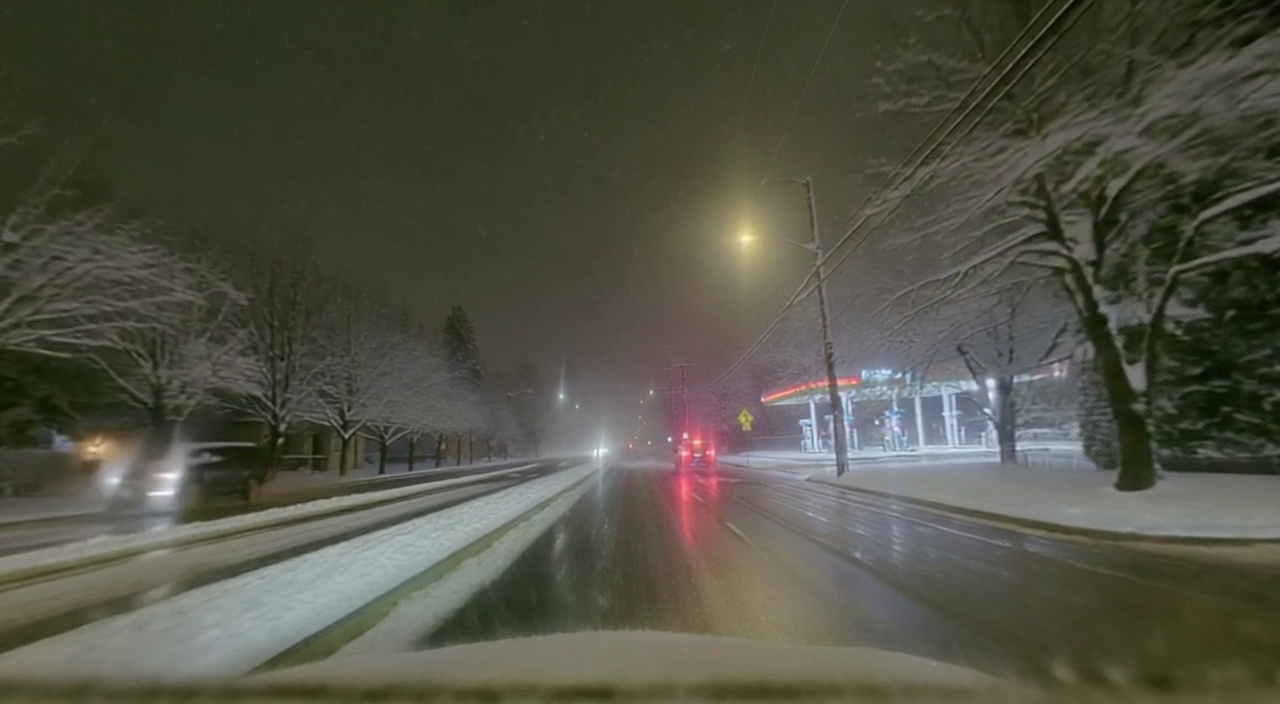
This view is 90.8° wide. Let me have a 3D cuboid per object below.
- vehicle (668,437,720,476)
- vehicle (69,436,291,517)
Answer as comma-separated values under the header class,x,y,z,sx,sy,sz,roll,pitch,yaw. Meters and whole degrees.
class,x,y,z,sx,sy,sz,roll,pitch,yaw
vehicle,2.712,5.392,32.781,2.115,1.840,4.777,0,-8,-1
vehicle,-12.801,3.451,18.208,2.379,1.967,5.195,-1,-8,1
